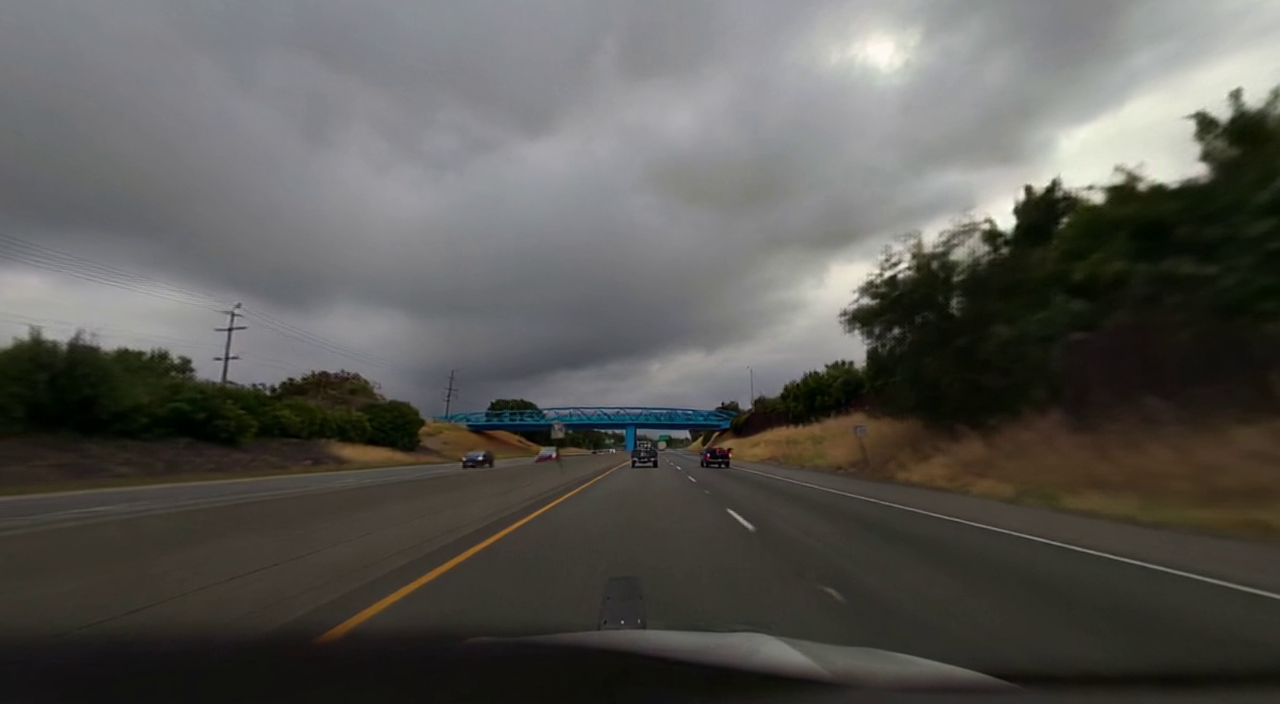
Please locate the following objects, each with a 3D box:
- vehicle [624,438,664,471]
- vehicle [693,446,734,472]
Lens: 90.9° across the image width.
[{"bbox_3d":[0.306,6.490,39.984,2.369,1.948,5.343,0,-9,2],"label":"vehicle"},{"bbox_3d":[4.572,6.746,39.967,1.988,1.505,4.958,0,-9,0],"label":"vehicle"}]
